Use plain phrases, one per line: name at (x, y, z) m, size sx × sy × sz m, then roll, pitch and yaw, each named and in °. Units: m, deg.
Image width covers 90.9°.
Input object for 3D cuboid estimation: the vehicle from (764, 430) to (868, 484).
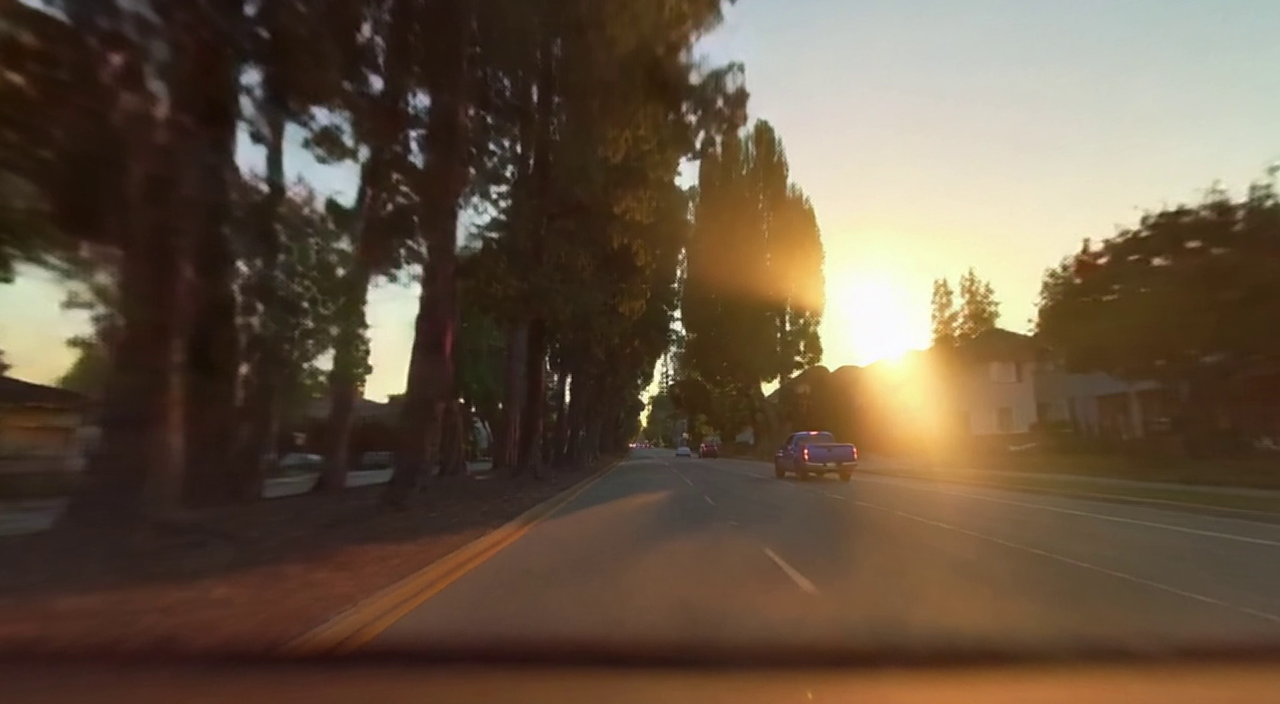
vehicle at (6.481, 3.954, 24.088) m, size 2.262 × 1.769 × 5.666 m, roll 0°, pitch -8°, yaw -1°
